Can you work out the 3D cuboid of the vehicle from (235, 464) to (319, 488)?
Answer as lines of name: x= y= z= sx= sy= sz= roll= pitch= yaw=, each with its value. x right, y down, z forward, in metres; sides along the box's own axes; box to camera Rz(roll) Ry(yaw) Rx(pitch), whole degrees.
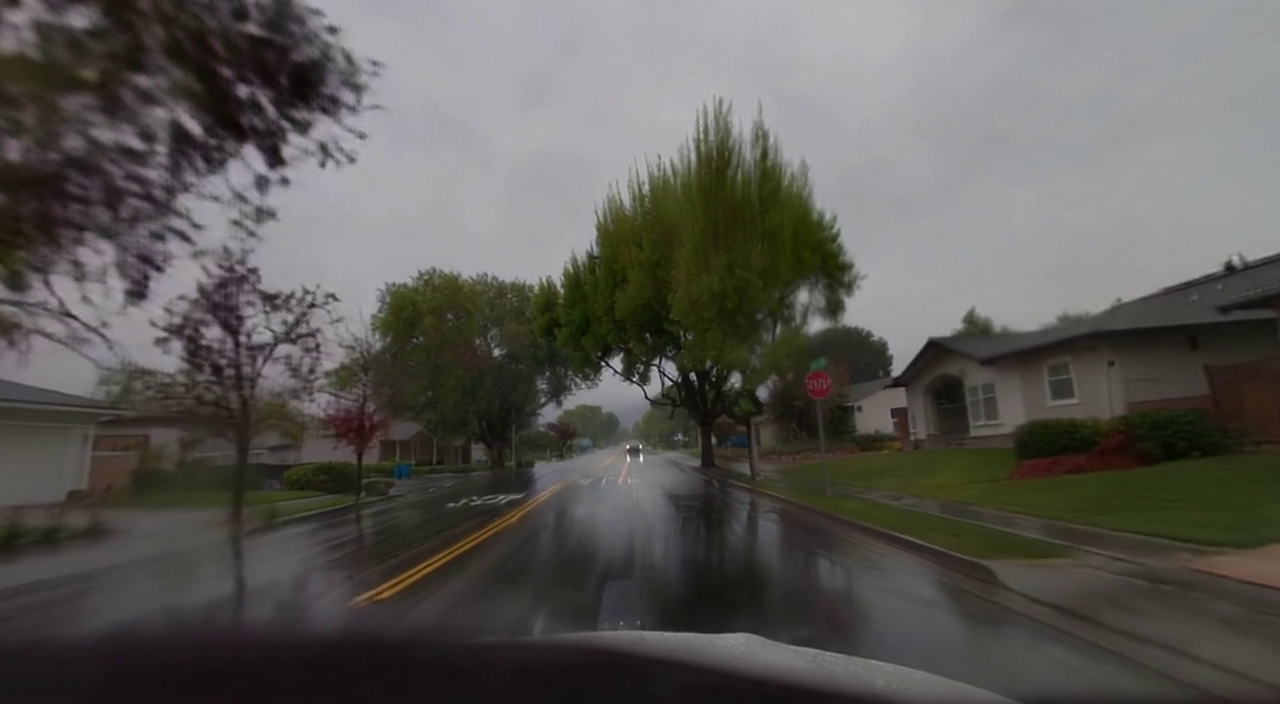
vehicle: x=-24.259 y=8.298 z=42.326 sx=4.380 sy=1.462 sz=1.864 roll=0 pitch=-9 yaw=-1
